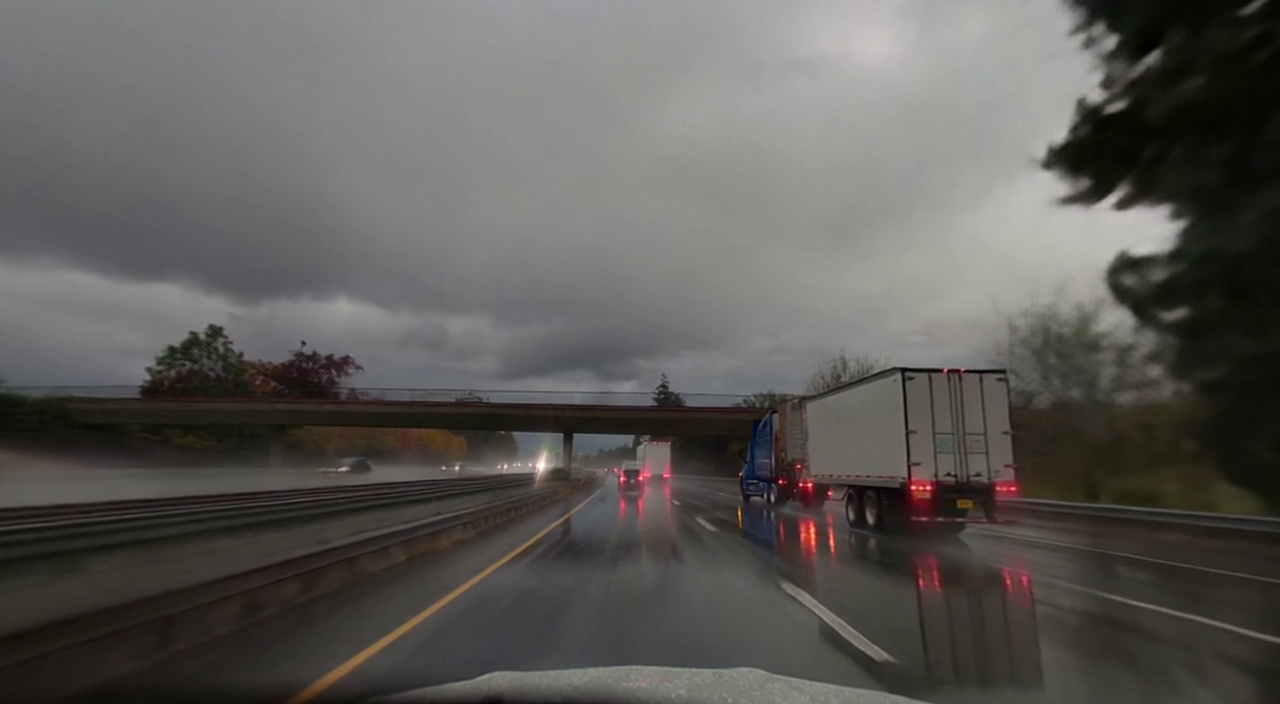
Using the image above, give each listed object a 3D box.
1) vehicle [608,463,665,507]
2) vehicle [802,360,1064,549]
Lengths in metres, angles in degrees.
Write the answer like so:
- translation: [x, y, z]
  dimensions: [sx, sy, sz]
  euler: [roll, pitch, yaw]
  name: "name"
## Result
- translation: [-0.141, 5.133, 24.504]
  dimensions: [2.067, 1.552, 3.601]
  euler: [1, -11, -1]
  name: "vehicle"
- translation: [6.814, 2.748, 16.563]
  dimensions: [2.839, 3.684, 8.091]
  euler: [1, -11, -1]
  name: "vehicle"
